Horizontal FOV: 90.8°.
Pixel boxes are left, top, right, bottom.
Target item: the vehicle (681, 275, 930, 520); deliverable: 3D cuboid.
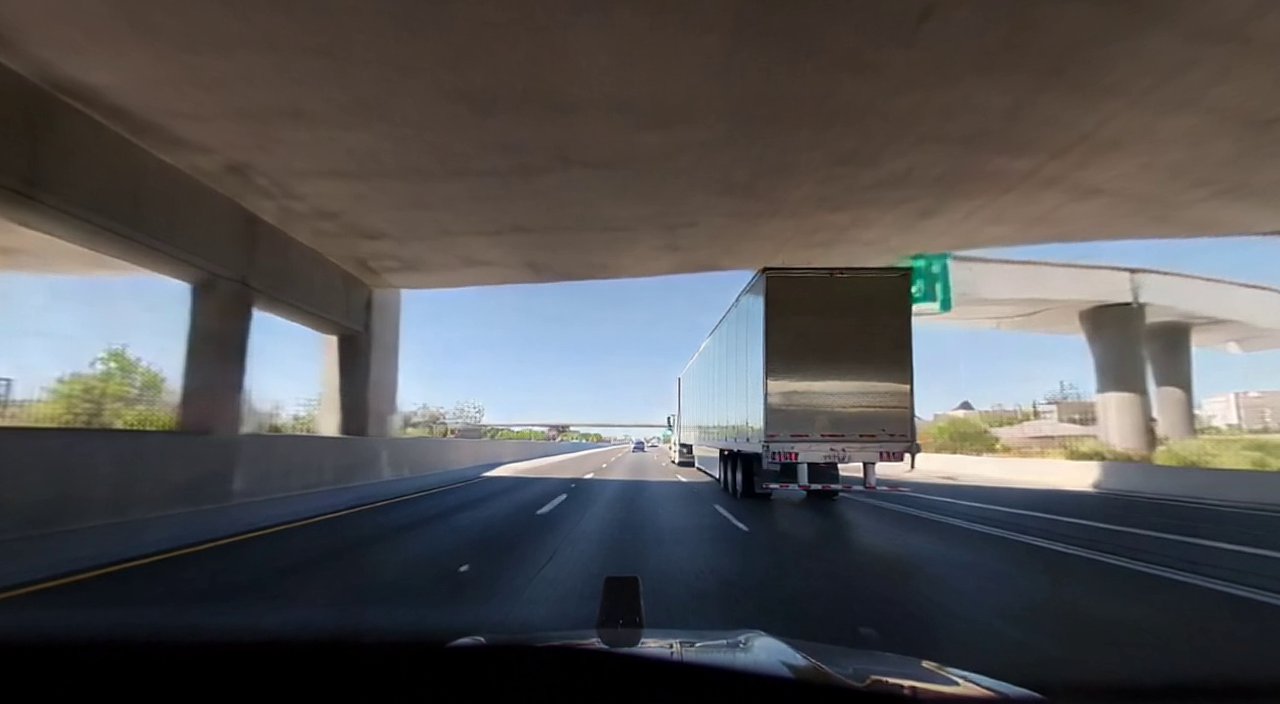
[{"bbox_3d":[3.281,1.959,18.879,2.743,4.160,16.408,0,-9,-1],"label":"vehicle"}]
